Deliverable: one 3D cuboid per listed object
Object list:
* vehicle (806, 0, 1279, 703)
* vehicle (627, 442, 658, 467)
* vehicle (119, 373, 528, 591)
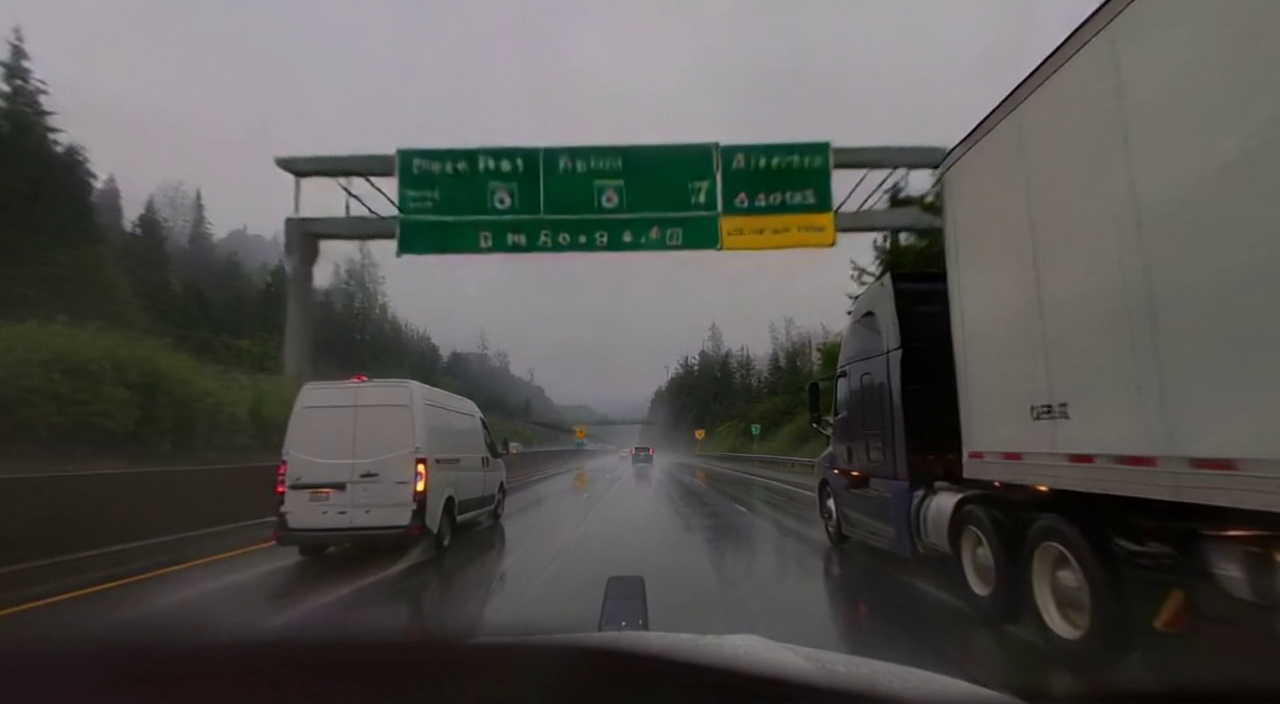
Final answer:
[{"bbox_3d":[4.199,0.286,6.436,3.007,3.949,7.005,0,-9,0],"label":"vehicle"},{"bbox_3d":[0.158,7.281,44.933,2.067,1.690,3.901,0,-9,0],"label":"vehicle"},{"bbox_3d":[-3.324,1.593,8.571,2.572,1.927,5.803,0,-9,0],"label":"vehicle"}]
